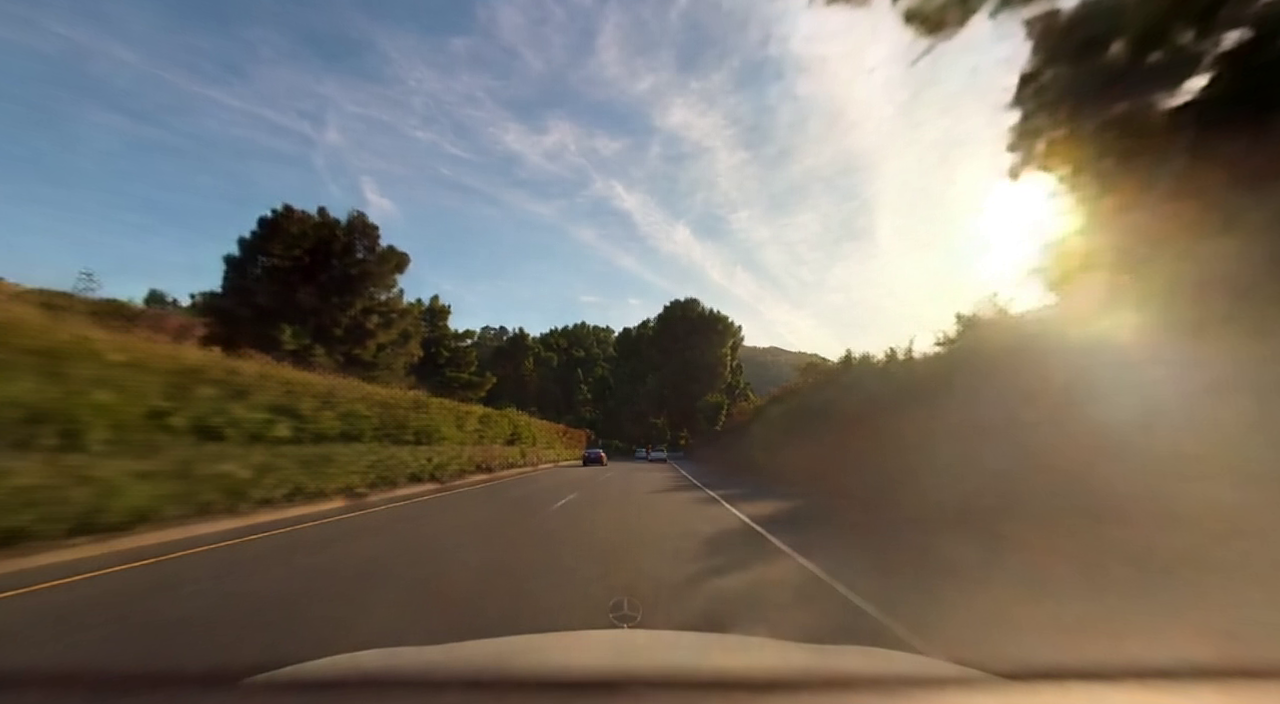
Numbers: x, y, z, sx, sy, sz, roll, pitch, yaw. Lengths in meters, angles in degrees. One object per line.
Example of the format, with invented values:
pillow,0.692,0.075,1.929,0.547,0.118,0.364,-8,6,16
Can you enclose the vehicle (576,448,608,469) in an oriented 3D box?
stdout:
vehicle,-3.518,7.863,46.757,2.033,1.449,3.957,0,-9,1
